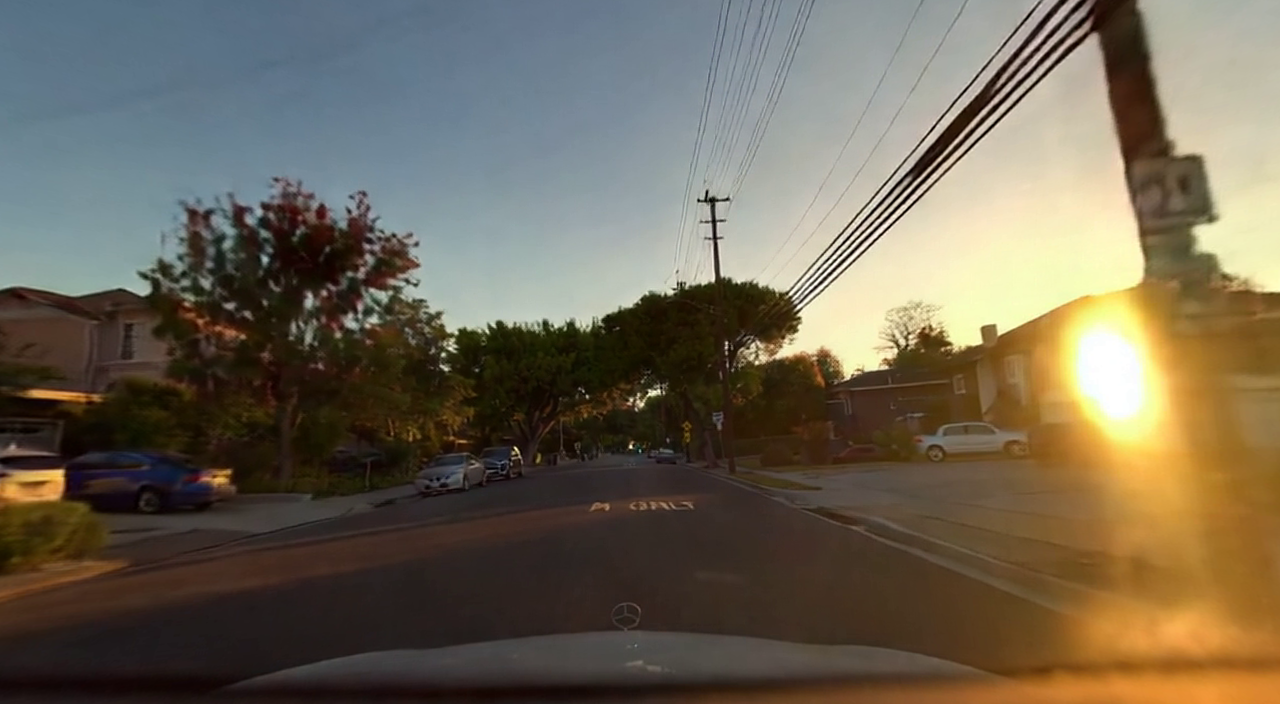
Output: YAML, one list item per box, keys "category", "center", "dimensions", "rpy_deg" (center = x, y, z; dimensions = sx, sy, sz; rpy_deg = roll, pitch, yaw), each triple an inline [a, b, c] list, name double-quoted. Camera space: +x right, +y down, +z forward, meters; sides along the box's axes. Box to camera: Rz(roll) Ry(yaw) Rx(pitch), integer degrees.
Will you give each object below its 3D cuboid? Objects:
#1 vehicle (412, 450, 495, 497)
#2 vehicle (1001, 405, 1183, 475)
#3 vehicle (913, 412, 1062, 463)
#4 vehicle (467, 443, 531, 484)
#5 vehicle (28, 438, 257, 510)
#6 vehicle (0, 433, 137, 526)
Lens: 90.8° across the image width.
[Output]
- category: "vehicle"
  center: [-7.093, 4.639, 24.440]
  dimensions: [2.041, 1.587, 3.920]
  rpy_deg: [-2, -9, 0]
- category: "vehicle"
  center: [13.587, 2.729, 19.350]
  dimensions: [4.145, 1.767, 1.880]
  rpy_deg: [-9, -11, 30]
- category: "vehicle"
  center: [13.712, 3.430, 25.128]
  dimensions: [4.836, 1.789, 2.229]
  rpy_deg: [-7, -9, 29]
- category: "vehicle"
  center: [-7.138, 5.700, 32.400]
  dimensions: [2.135, 1.787, 4.452]
  rpy_deg: [-4, -10, 1]
- category: "vehicle"
  center: [-13.827, 3.401, 17.848]
  dimensions: [4.432, 1.870, 2.299]
  rpy_deg: [0, -9, 0]
- category: "vehicle"
  center: [-14.281, 2.719, 13.740]
  dimensions: [4.543, 1.824, 2.379]
  rpy_deg: [0, -9, -3]
